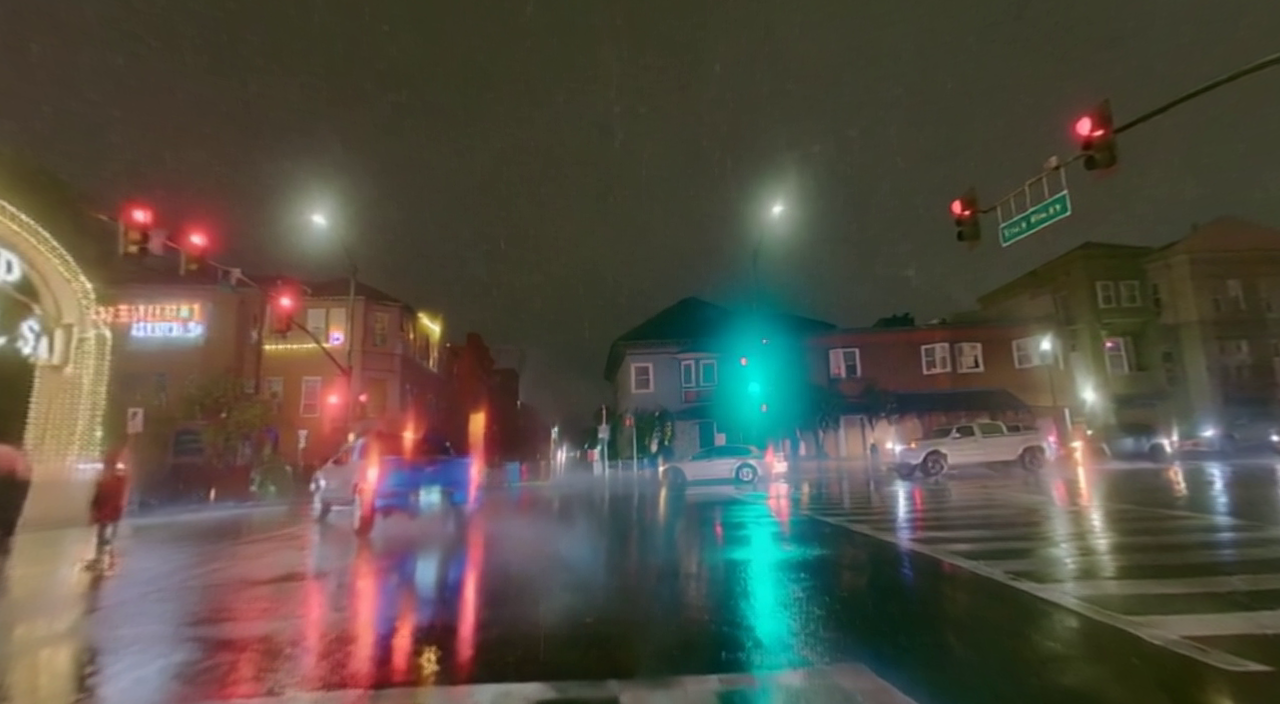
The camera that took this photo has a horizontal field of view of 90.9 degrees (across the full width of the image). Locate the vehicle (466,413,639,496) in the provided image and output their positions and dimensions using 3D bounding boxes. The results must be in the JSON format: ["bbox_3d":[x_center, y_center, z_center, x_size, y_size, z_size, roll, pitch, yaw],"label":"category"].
[{"bbox_3d":[-3.138,3.874,23.952,6.182,2.913,2.526,0,-9,-1],"label":"vehicle"}]

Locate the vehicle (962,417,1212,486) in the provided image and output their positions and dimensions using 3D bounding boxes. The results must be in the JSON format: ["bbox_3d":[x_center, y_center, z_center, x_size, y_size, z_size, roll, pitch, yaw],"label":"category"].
[{"bbox_3d":[10.478,2.352,15.022,4.600,1.506,1.878,0,-9,-4],"label":"vehicle"}]

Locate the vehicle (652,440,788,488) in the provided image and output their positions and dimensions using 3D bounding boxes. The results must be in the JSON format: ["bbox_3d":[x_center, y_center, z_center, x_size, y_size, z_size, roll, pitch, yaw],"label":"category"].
[{"bbox_3d":[2.717,3.951,22.313,4.515,1.583,1.920,0,-9,0],"label":"vehicle"}]

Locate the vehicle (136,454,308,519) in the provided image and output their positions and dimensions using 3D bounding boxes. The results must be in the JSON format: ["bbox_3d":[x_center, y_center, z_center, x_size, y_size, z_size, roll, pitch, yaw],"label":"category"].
[{"bbox_3d":[-14.935,4.811,22.756,4.799,1.909,2.011,-3,-7,-1],"label":"vehicle"}]

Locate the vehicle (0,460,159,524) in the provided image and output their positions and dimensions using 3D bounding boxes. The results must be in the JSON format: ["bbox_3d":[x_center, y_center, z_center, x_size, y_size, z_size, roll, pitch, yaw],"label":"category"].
[{"bbox_3d":[-20.269,4.935,22.473,4.398,2.057,1.959,0,-9,-4],"label":"vehicle"}]

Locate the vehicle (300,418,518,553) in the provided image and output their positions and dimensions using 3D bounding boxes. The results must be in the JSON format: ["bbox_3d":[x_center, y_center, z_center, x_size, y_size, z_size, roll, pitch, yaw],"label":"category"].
[{"bbox_3d":[-4.808,2.464,12.493,2.477,2.020,5.534,6,-11,-36],"label":"vehicle"}]
